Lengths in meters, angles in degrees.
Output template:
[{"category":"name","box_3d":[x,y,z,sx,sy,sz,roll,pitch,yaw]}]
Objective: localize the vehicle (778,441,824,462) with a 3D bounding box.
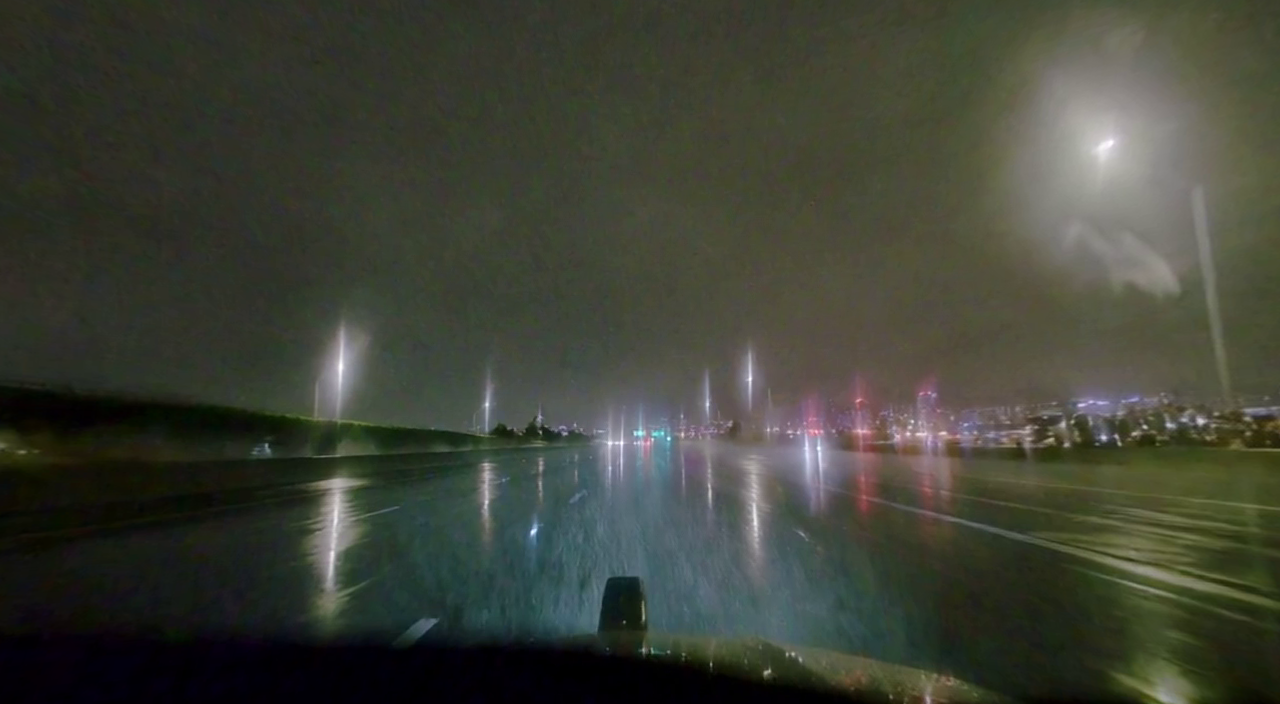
[{"category":"vehicle","box_3d":[12.031,7.465,47.584,1.977,1.528,5.111,0,-8,-2]}]

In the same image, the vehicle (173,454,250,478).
[{"category":"vehicle","box_3d":[-29.905,7.928,44.209,2.089,1.493,4.781,0,-8,0]}]
